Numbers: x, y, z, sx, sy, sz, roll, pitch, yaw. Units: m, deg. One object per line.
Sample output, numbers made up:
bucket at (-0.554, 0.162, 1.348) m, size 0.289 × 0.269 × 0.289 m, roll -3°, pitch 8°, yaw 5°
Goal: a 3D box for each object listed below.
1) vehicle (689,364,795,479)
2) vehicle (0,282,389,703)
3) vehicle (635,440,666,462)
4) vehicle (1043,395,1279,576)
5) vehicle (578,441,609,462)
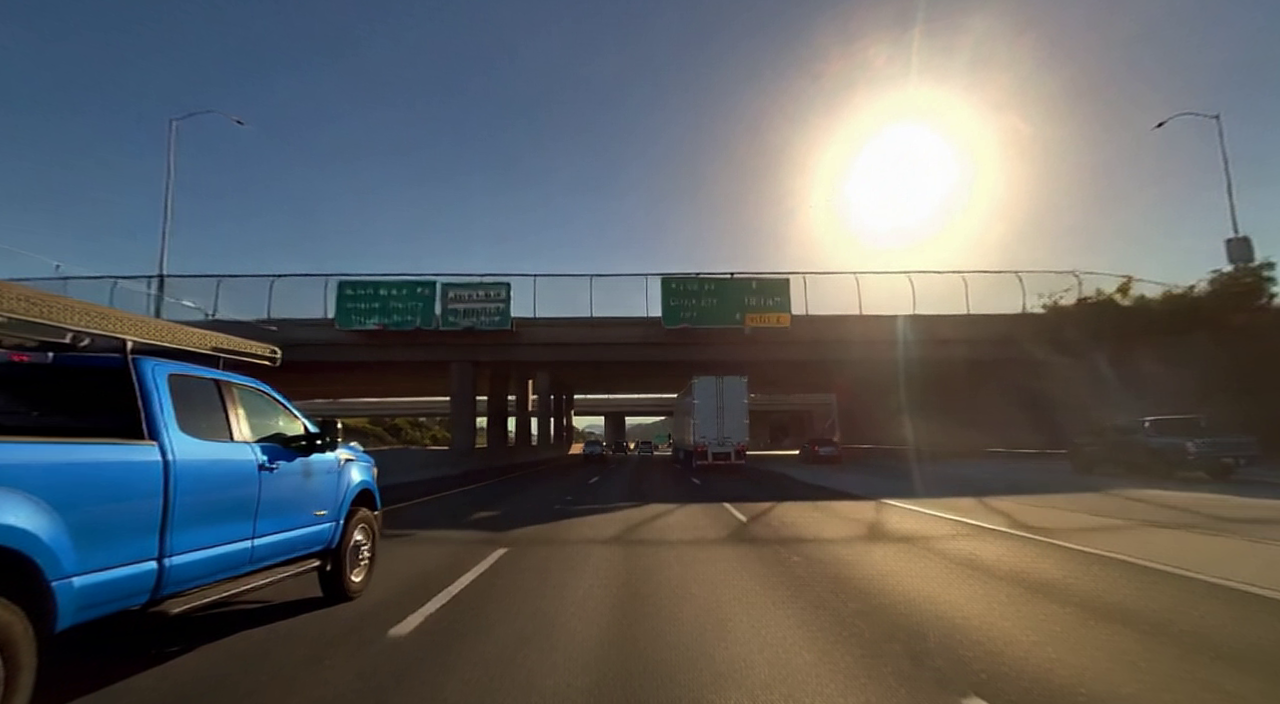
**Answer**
vehicle at (4.090, 3.383, 28.675) m, size 2.885 × 4.036 × 12.891 m, roll 0°, pitch -8°, yaw 1°
vehicle at (-4.133, 0.863, 3.701) m, size 2.599 × 2.054 × 6.288 m, roll -1°, pitch -8°, yaw 1°
vehicle at (0.732, 7.114, 45.356) m, size 2.092 × 1.446 × 4.092 m, roll 0°, pitch -8°, yaw 0°
vehicle at (7.112, 1.436, 7.144) m, size 1.999 × 1.700 × 4.640 m, roll 0°, pitch -8°, yaw 0°
vehicle at (-3.425, 7.441, 47.298) m, size 2.077 × 1.446 × 4.106 m, roll 0°, pitch -8°, yaw 0°
